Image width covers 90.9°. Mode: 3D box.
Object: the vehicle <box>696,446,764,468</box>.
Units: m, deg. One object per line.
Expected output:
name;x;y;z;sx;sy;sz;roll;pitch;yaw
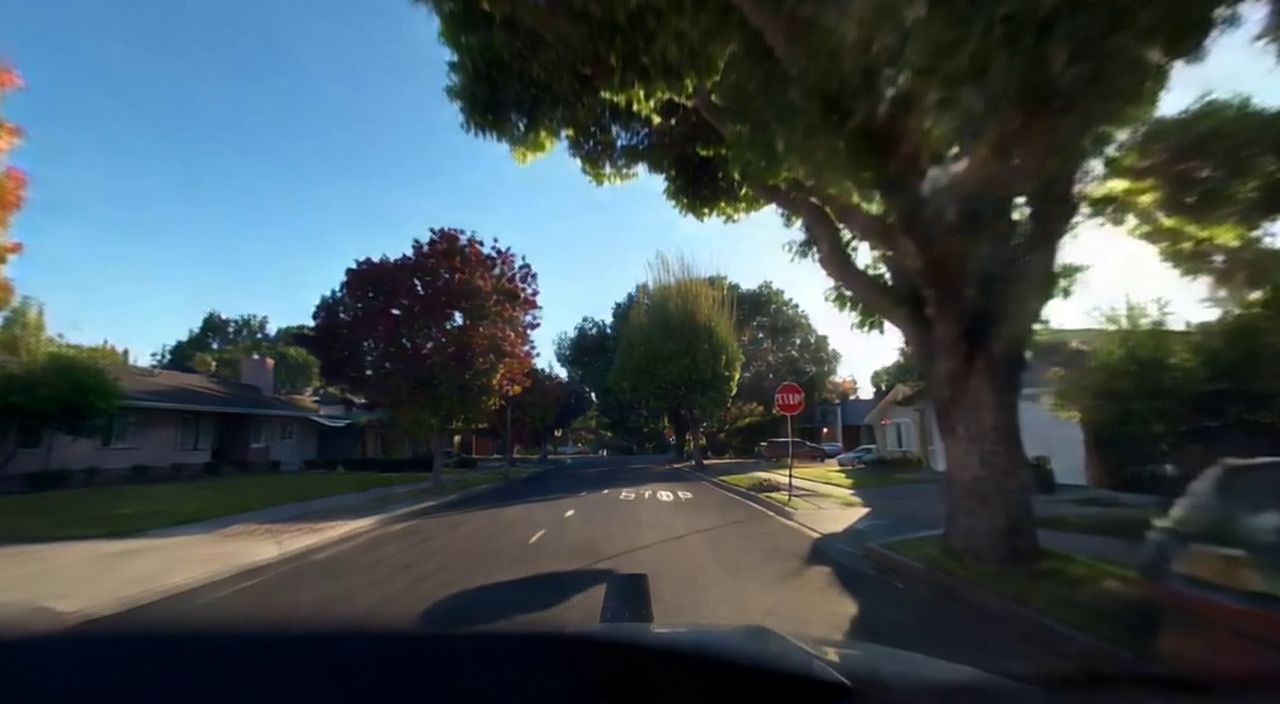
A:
vehicle;5.887;6.957;41.761;4.229;1.402;1.811;0;-9;0

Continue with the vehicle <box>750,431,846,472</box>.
vehicle;9.714;6.104;39.103;5.239;1.933;2.131;-5;-5;-3

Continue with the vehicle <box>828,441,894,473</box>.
vehicle;11.607;5.429;32.955;2.004;1.511;4.494;-6;-10;35
